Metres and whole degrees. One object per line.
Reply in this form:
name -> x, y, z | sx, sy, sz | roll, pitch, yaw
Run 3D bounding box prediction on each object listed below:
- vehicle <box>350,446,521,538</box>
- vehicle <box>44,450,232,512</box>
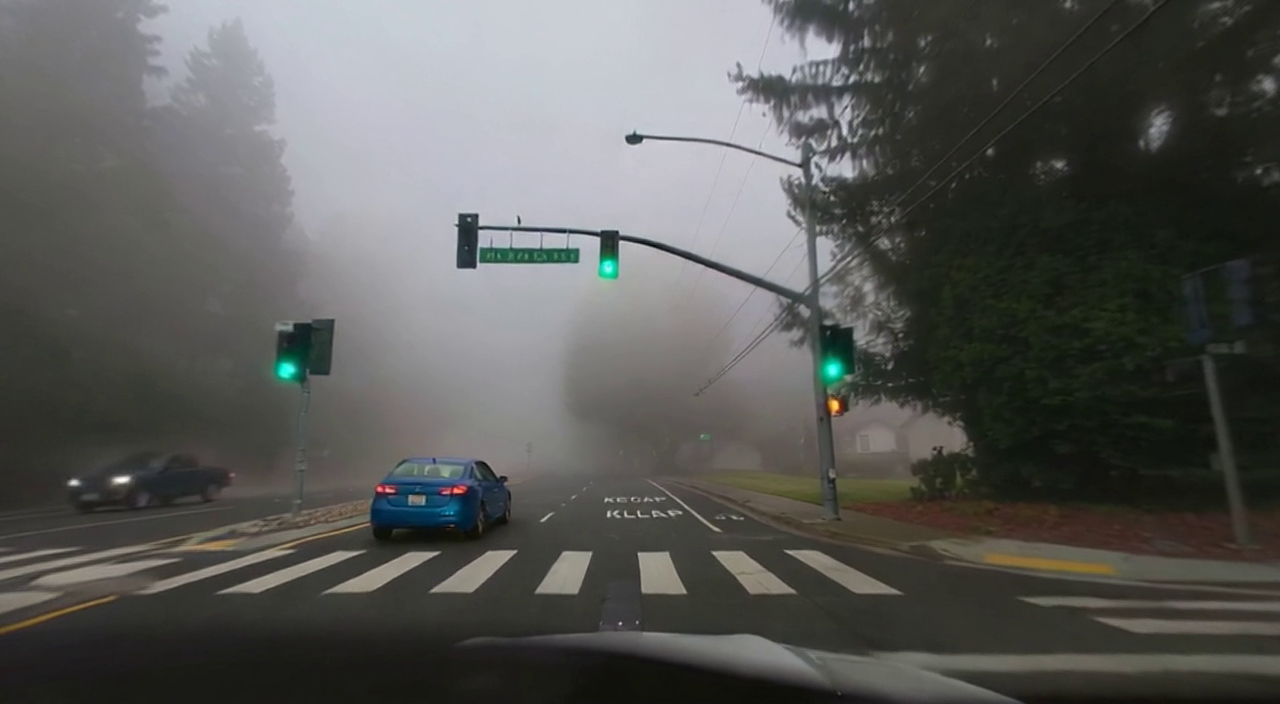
vehicle -> -3.850, 2.695, 12.857 | 1.980, 1.508, 4.502 | 0, -9, 0
vehicle -> -17.542, 4.488, 22.613 | 2.228, 1.879, 5.638 | 0, -9, -2
